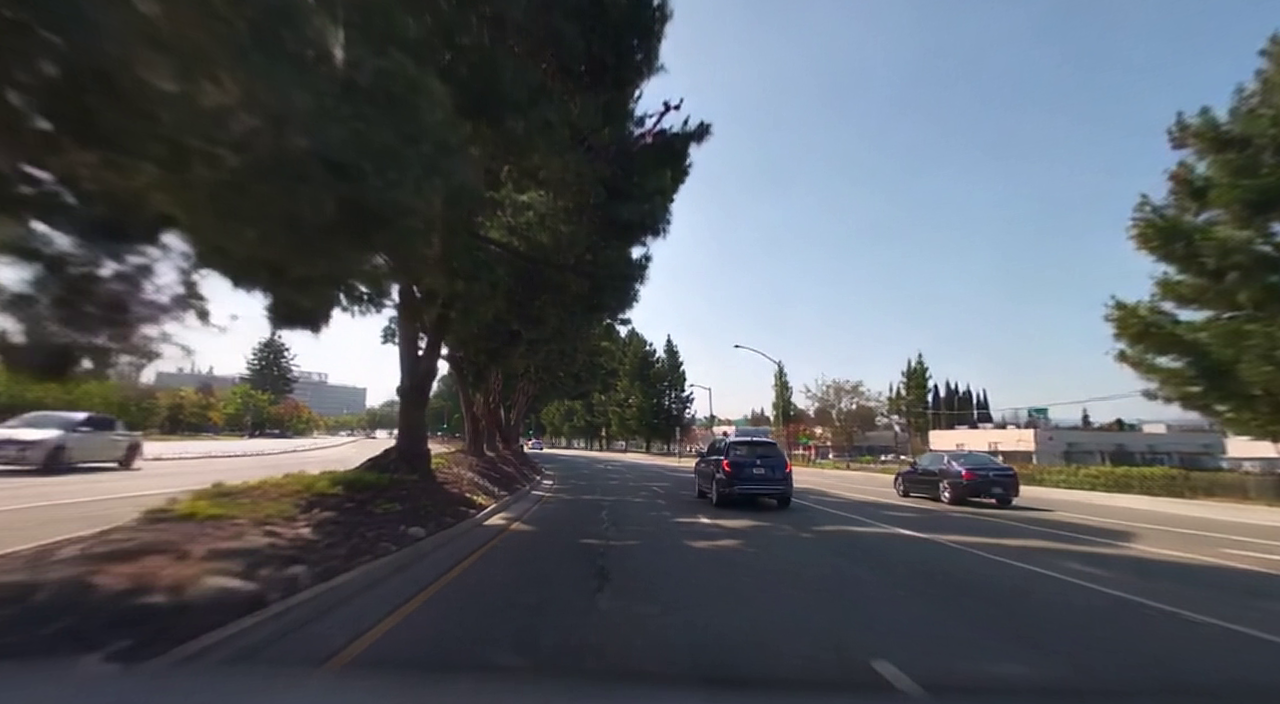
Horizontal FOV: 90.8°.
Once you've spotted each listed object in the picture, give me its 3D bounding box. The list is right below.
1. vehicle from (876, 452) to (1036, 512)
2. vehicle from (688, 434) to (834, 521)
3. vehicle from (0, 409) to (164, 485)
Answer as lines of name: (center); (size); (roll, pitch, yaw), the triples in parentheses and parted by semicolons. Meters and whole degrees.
vehicle: (9.000, 3.712, 18.566); (1.940, 1.460, 4.652); (1, -9, -5)
vehicle: (2.513, 2.754, 14.451); (2.122, 1.646, 4.525); (1, -9, -4)
vehicle: (-14.132, 2.311, 15.476); (2.206, 1.583, 4.539); (2, -9, -14)
